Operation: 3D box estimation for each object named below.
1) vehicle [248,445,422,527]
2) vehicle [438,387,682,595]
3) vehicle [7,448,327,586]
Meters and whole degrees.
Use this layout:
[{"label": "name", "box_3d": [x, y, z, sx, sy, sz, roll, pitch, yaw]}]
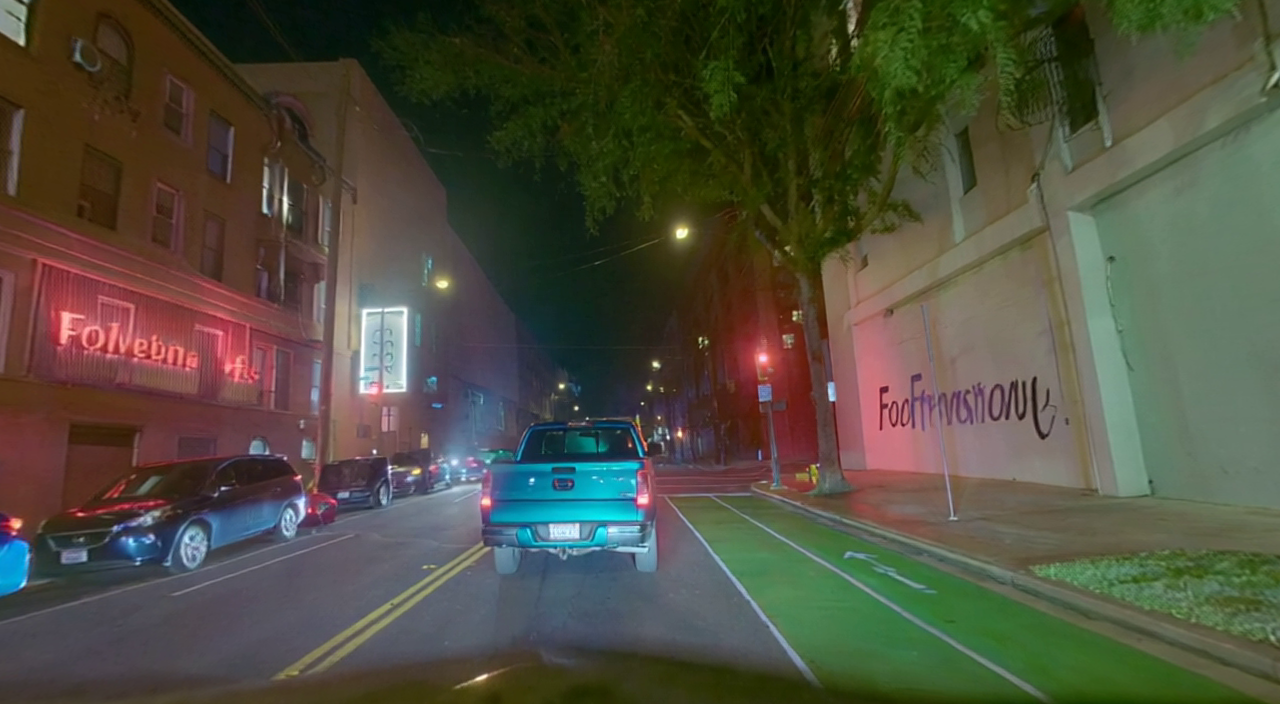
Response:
[{"label": "vehicle", "box_3d": [-7.390, 3.235, 16.058, 1.884, 1.730, 5.076, 0, -8, 0]}, {"label": "vehicle", "box_3d": [-0.706, 1.602, 8.140, 2.215, 1.882, 4.611, 0, -8, 1]}, {"label": "vehicle", "box_3d": [-7.162, 2.454, 10.373, 1.882, 1.686, 4.489, 0, -8, -2]}]
